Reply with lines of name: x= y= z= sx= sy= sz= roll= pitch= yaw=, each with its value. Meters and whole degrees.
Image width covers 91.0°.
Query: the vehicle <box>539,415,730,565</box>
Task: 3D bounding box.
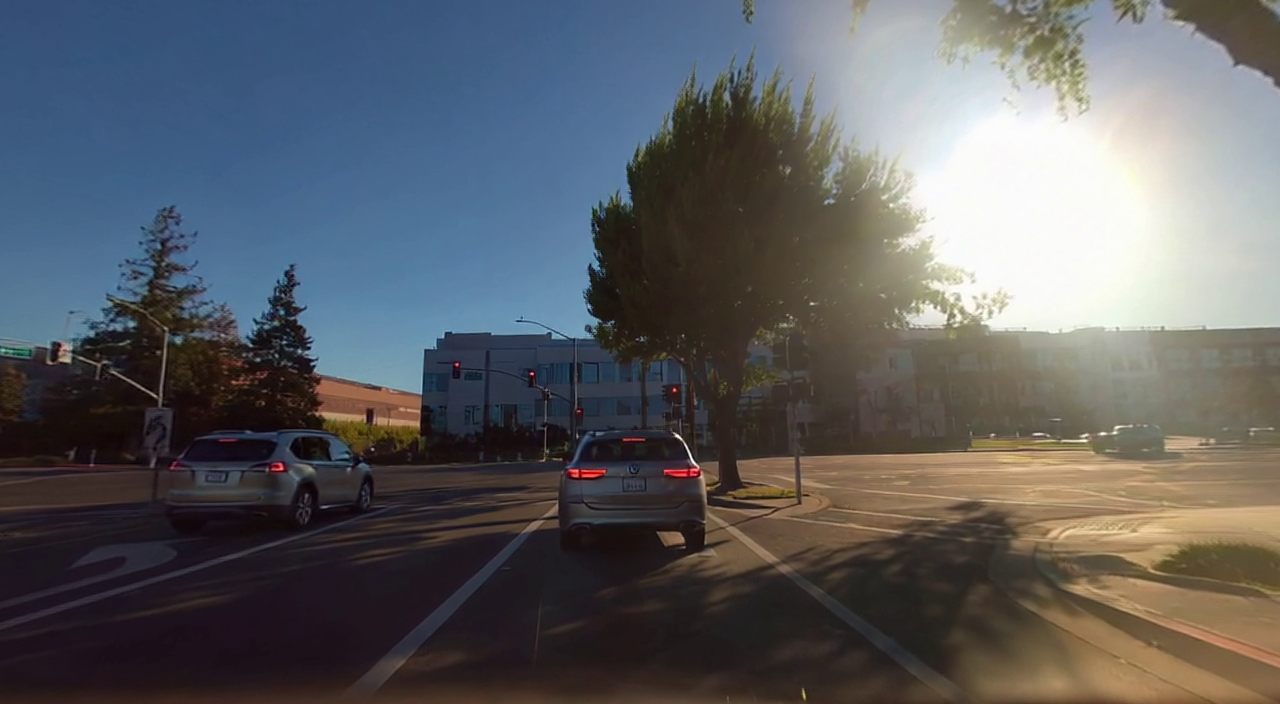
vehicle: x=-0.207 y=1.880 z=9.278 sx=2.154 sy=1.670 sz=4.140 roll=1 pitch=-9 yaw=-4

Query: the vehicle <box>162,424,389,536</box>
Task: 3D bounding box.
vehicle: x=-6.467 y=2.289 z=11.861 sx=2.020 sy=1.695 sz=4.187 roll=1 pitch=-9 yaw=-5
